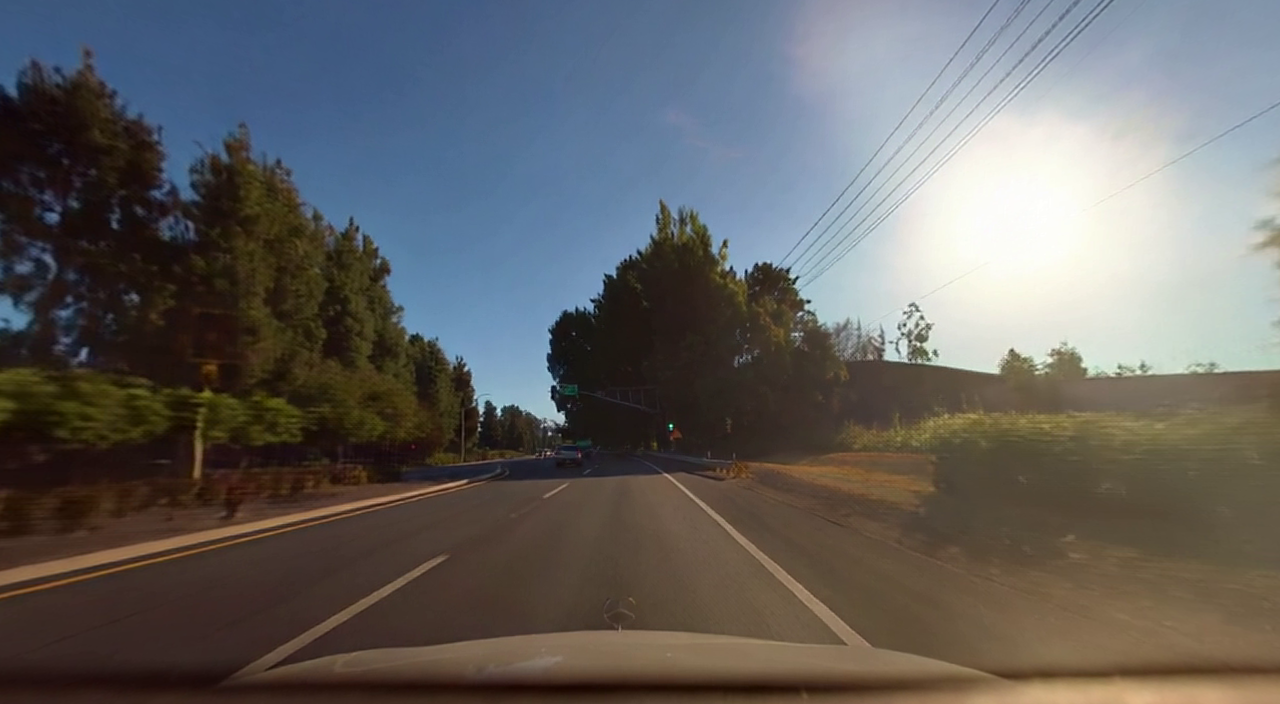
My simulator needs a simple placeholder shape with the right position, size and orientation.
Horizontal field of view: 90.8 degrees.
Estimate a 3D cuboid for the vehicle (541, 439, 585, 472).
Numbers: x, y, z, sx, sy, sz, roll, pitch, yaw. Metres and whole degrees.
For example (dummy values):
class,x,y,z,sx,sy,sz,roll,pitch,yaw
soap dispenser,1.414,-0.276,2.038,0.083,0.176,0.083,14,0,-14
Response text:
class,x,y,z,sx,sy,sz,roll,pitch,yaw
vehicle,-4.794,6.536,40.080,2.246,1.885,5.275,0,-9,-2
